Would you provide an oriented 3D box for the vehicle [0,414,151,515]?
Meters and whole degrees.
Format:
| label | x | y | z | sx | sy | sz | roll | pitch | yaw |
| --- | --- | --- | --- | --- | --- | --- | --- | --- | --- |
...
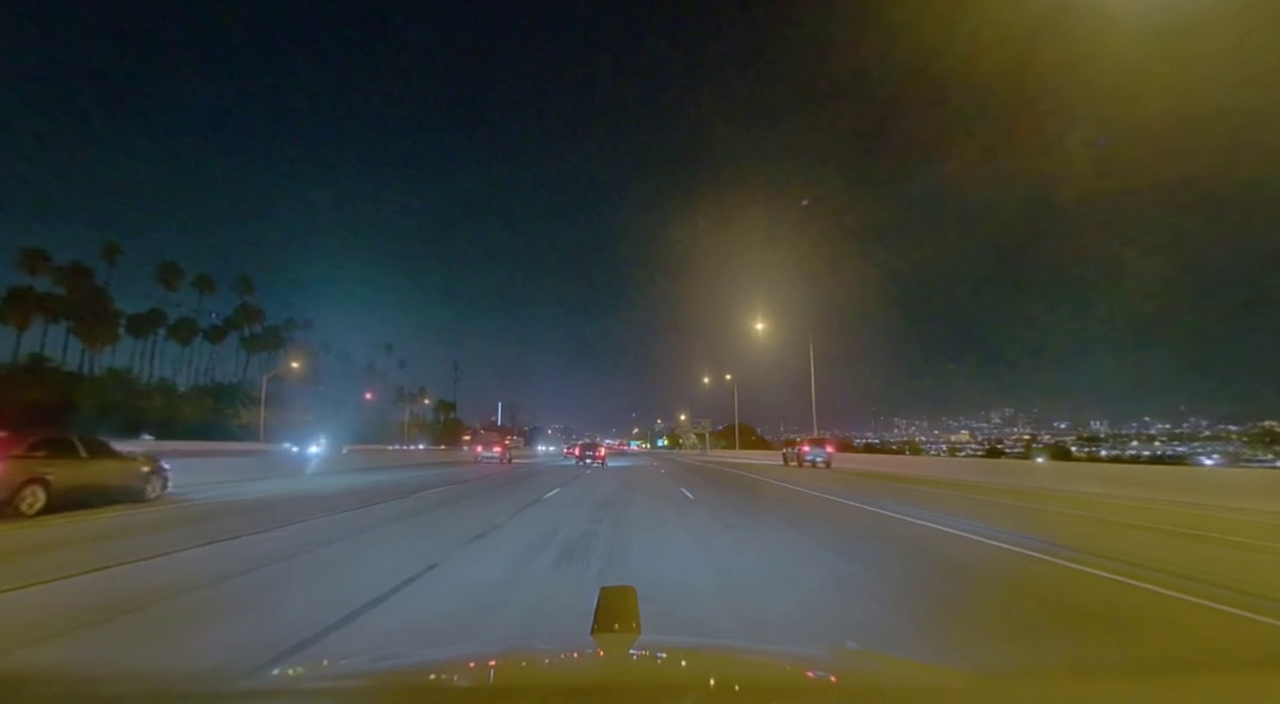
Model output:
| label | x | y | z | sx | sy | sz | roll | pitch | yaw |
| --- | --- | --- | --- | --- | --- | --- | --- | --- | --- |
| vehicle | -13.044 | 2.279 | 12.942 | 1.986 | 1.875 | 4.902 | 0 | -9 | 1 |

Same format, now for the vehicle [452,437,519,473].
| label | x | y | z | sx | sy | sz | roll | pitch | yaw |
| --- | --- | --- | --- | --- | --- | --- | --- | --- | --- |
| vehicle | -7.729 | 5.171 | 31.991 | 2.204 | 1.677 | 4.438 | 0 | -9 | 1 |

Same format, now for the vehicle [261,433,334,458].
| label | x | y | z | sx | sy | sz | roll | pitch | yaw |
| --- | --- | --- | --- | --- | --- | --- | --- | --- | --- |
| vehicle | -22.701 | 6.234 | 42.144 | 2.088 | 1.584 | 4.774 | 0 | -8 | 2 |

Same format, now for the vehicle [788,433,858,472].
| label | x | y | z | sx | sy | sz | roll | pitch | yaw |
| --- | --- | --- | --- | --- | --- | --- | --- | --- | --- |
| vehicle | 10.272 | 5.702 | 36.038 | 2.302 | 2.014 | 5.925 | 0 | -9 | 1 |

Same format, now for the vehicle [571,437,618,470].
| label | x | y | z | sx | sy | sz | roll | pitch | yaw |
| --- | --- | --- | --- | --- | --- | --- | --- | --- | --- |
| vehicle | -2.368 | 5.455 | 34.194 | 2.201 | 1.672 | 4.128 | 0 | -9 | 0 |

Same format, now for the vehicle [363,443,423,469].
| label | x | y | z | sx | sy | sz | roll | pitch | yaw |
| --- | --- | --- | --- | --- | --- | --- | --- | --- | --- |
| vehicle | -15.850 | 6.676 | 40.764 | 1.916 | 1.610 | 4.445 | 0 | -9 | 2 |
